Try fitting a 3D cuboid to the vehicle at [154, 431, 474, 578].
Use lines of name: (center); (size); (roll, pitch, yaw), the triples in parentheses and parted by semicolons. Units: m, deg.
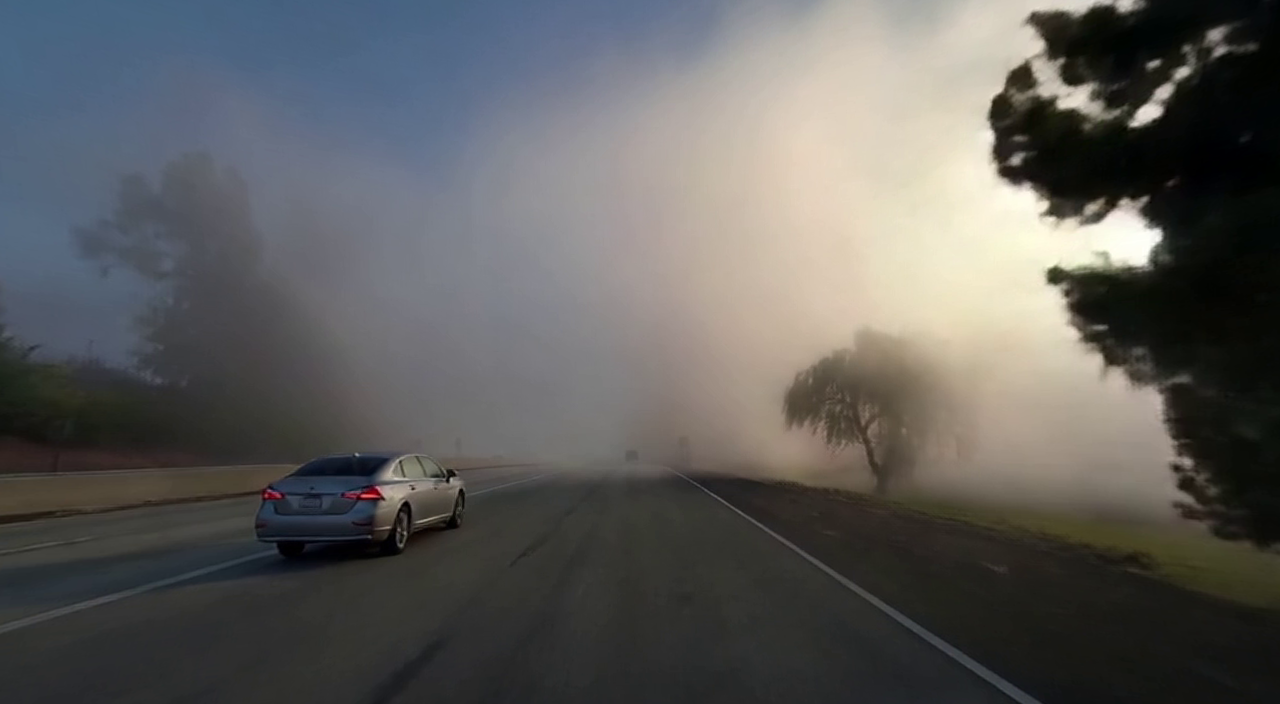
vehicle: (-4.163, 2.004, 9.218); (2.092, 1.562, 4.748); (0, -8, 1)
